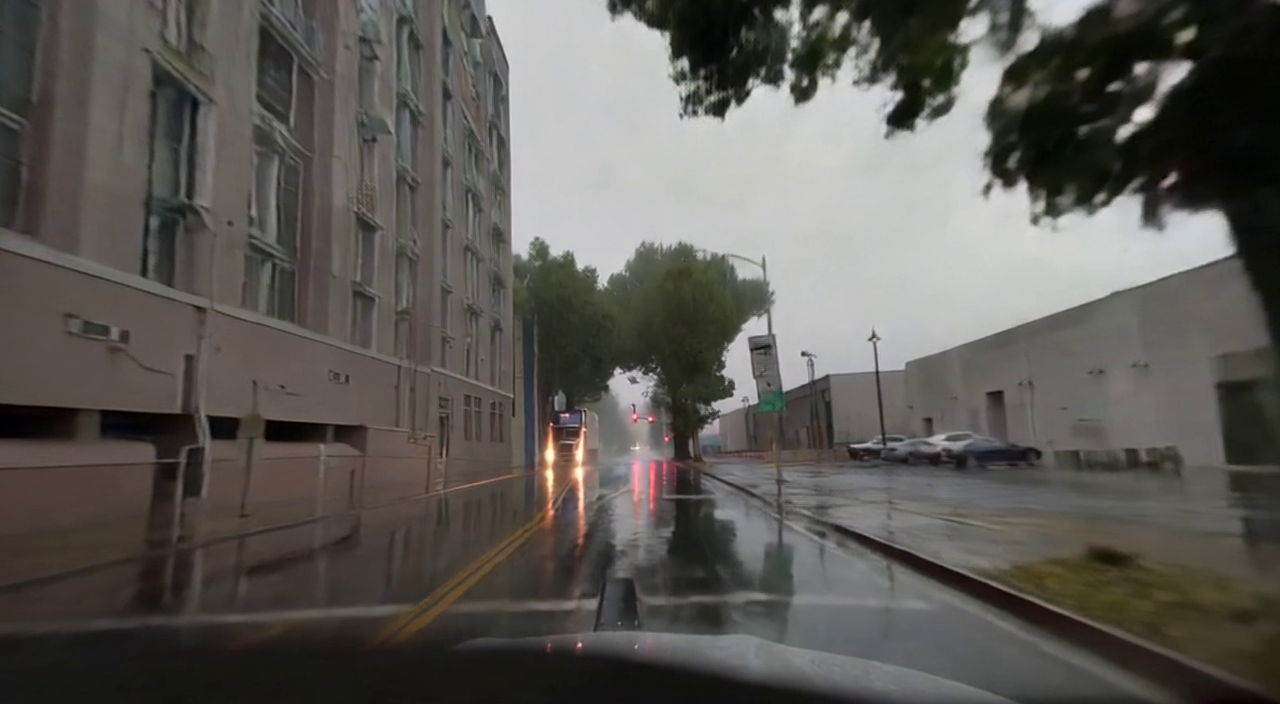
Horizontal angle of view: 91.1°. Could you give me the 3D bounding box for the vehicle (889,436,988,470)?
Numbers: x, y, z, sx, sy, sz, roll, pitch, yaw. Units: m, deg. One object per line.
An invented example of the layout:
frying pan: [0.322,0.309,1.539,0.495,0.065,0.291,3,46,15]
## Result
vehicle: [15.250,5.168,32.248,4.061,1.590,1.862,-1,-8,-1]
